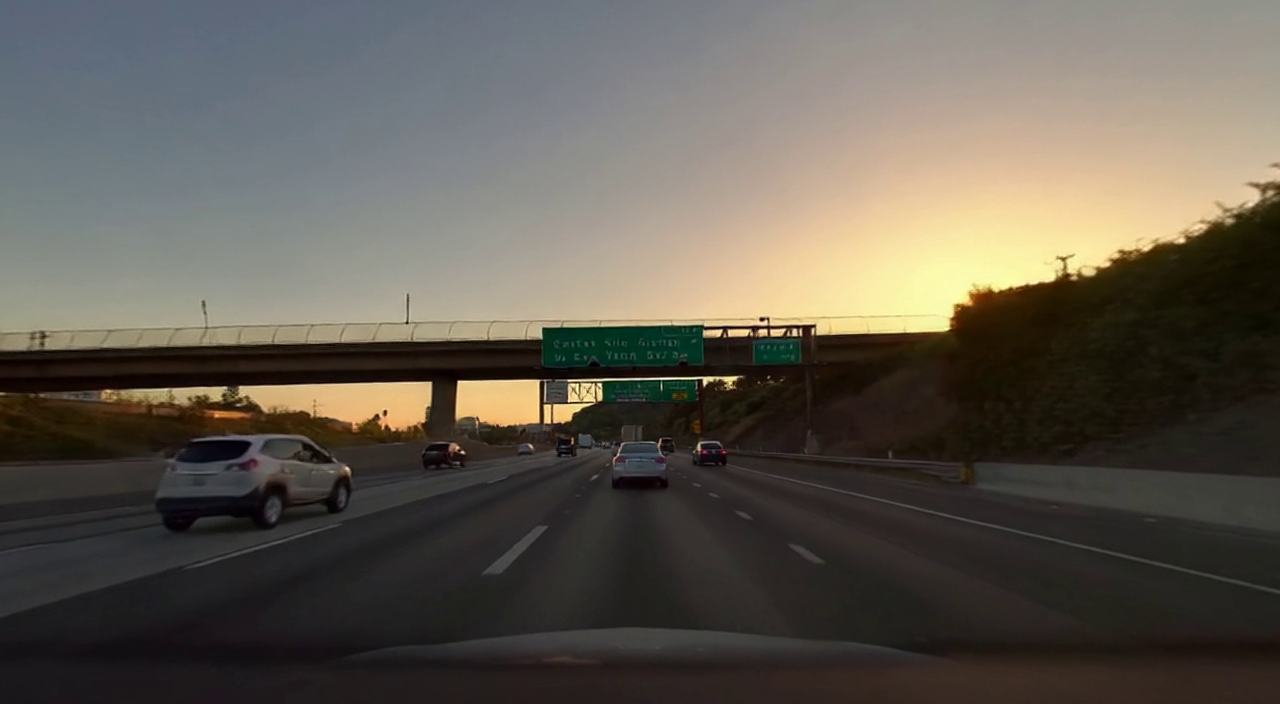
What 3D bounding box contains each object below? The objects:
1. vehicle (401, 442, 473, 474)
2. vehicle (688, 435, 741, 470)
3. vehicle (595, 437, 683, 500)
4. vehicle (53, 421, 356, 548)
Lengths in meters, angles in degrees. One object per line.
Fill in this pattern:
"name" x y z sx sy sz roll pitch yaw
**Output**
"vehicle" -10.327 5.411 32.541 2.019 1.510 4.992 0 -8 0
"vehicle" 3.870 5.307 33.581 2.100 1.707 4.342 0 -8 -2
"vehicle" -0.064 3.051 16.954 2.042 1.446 4.269 0 -8 -1
"vehicle" -6.752 2.074 10.560 2.060 1.669 4.242 0 -8 -1
